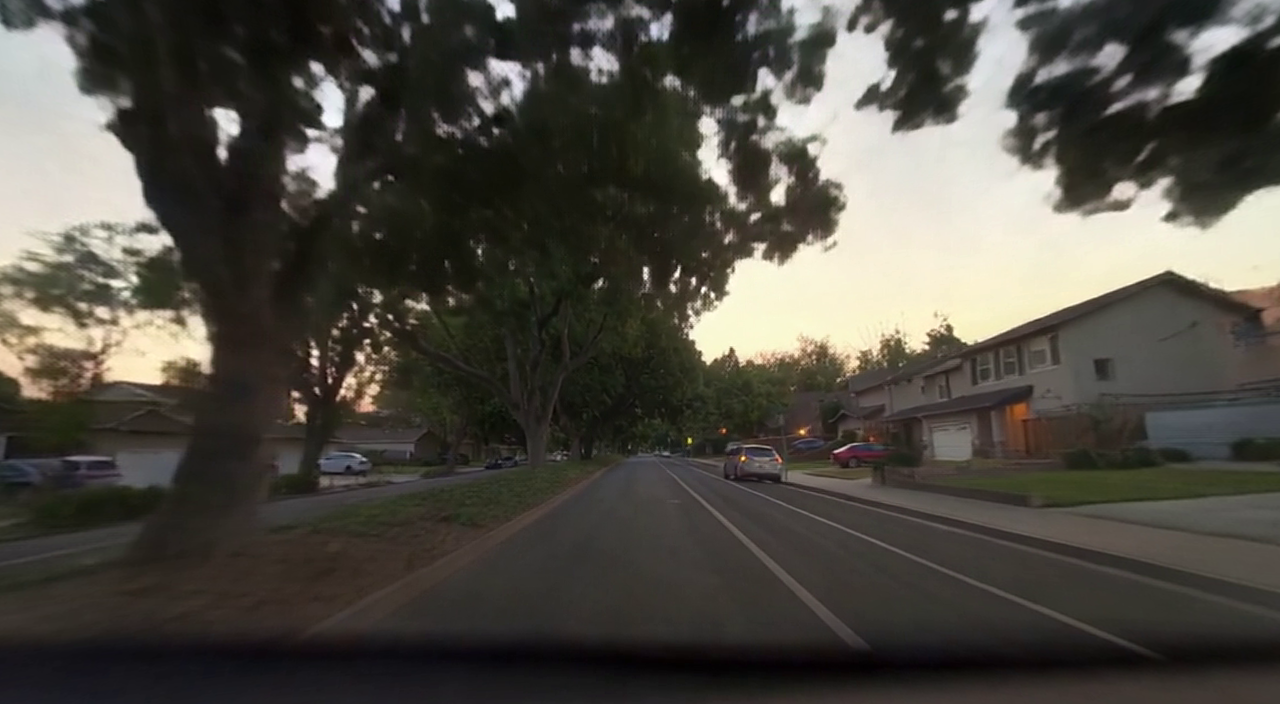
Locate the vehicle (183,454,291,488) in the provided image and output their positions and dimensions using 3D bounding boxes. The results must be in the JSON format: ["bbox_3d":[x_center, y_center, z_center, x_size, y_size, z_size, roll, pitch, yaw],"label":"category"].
[{"bbox_3d":[-21.140,6.242,33.284,4.272,1.688,1.990,0,-9,-1],"label":"vehicle"}]

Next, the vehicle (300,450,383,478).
[{"bbox_3d":[-20.674,7.740,43.893,4.698,1.862,2.116,-1,-9,2],"label":"vehicle"}]

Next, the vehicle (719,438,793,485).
[{"bbox_3d":[4.839,4.669,27.148,2.196,1.801,4.778,0,-9,-1],"label":"vehicle"}]

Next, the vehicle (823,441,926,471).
[{"bbox_3d":[12.143,5.414,32.889,4.577,1.490,1.903,0,-8,0],"label":"vehicle"}]

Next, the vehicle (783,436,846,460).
[{"bbox_3d":[13.584,7.526,49.232,4.577,1.770,2.006,-3,-9,18],"label":"vehicle"}]
